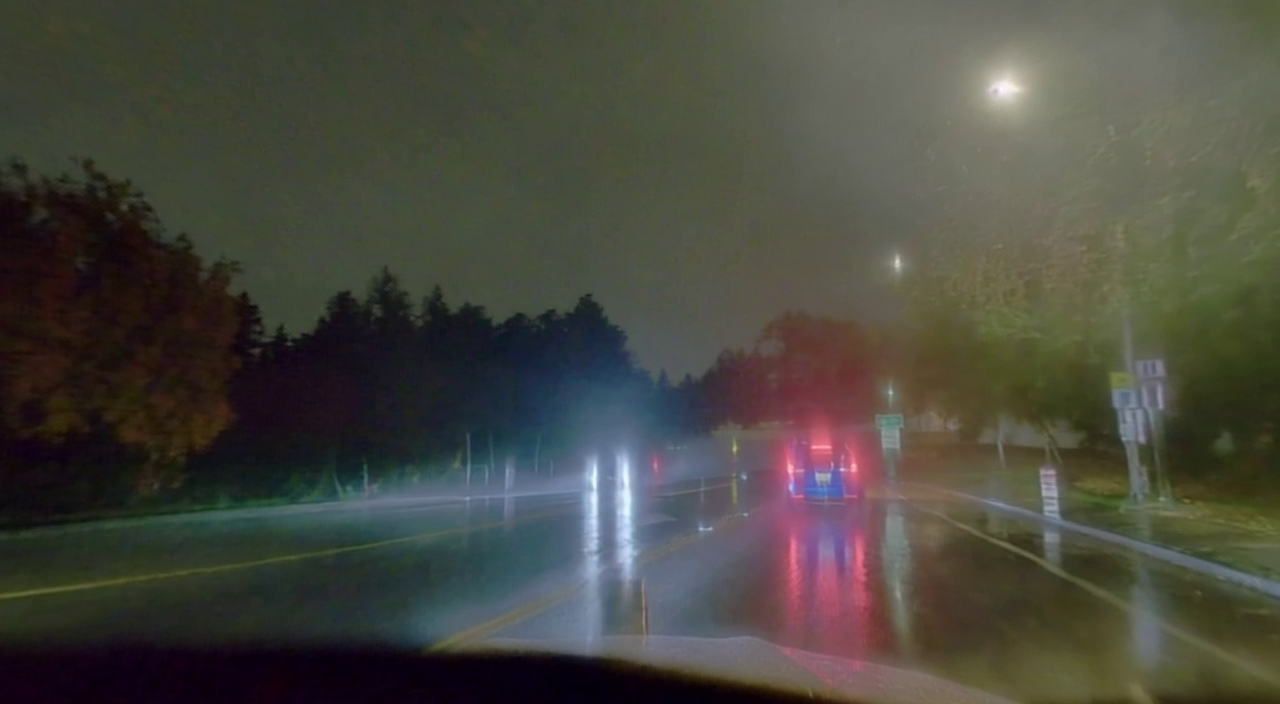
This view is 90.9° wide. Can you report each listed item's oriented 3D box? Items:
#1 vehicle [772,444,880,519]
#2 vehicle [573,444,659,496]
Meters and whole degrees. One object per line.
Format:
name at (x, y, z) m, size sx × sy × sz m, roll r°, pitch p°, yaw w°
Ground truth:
vehicle at (4.577, 3.023, 15.326) m, size 2.148 × 1.521 × 4.089 m, roll -3°, pitch -9°, yaw 19°
vehicle at (-0.864, 4.889, 26.703) m, size 2.150 × 1.927 × 5.209 m, roll -3°, pitch -9°, yaw 15°
